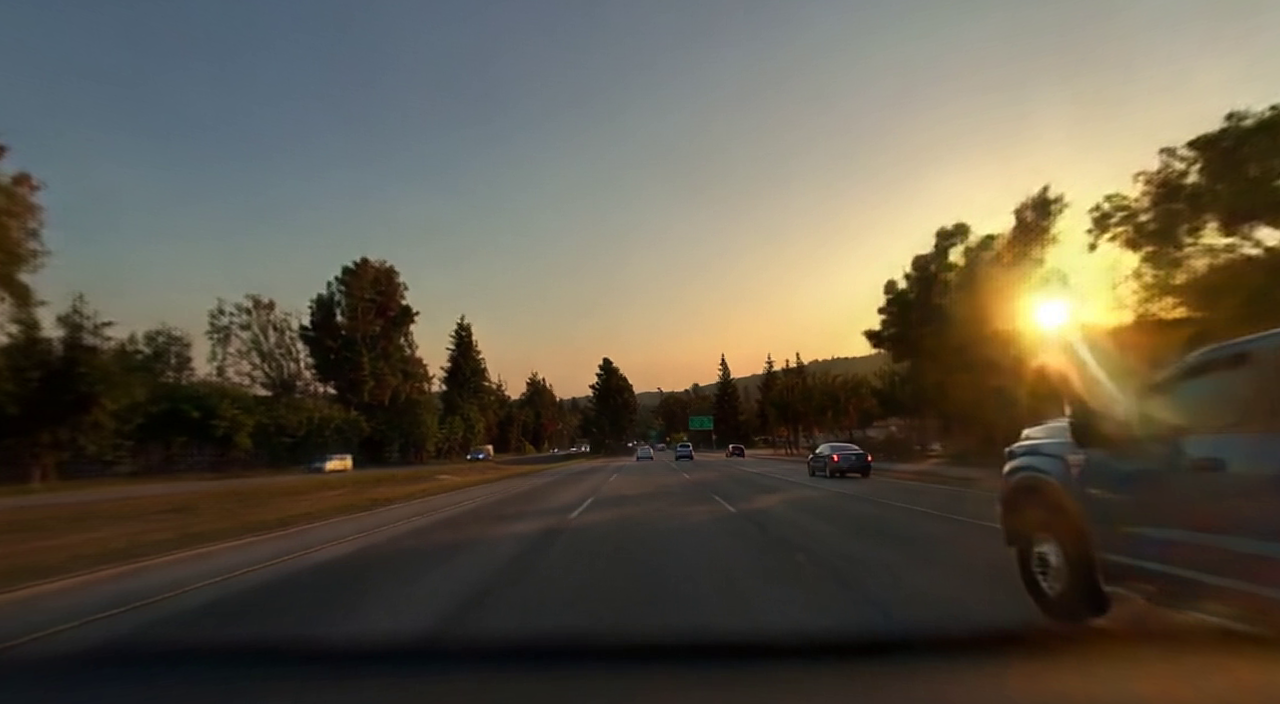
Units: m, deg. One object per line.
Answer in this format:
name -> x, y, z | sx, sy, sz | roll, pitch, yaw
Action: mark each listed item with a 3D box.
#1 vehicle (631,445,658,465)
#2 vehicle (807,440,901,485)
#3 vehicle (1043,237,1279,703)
vehicle -> 0.353, 8.142, 49.806 | 2.030, 1.473, 3.926 | 0, -9, 0
vehicle -> 7.911, 4.107, 23.788 | 1.989, 1.526, 4.443 | 0, -9, 0
vehicle -> 3.819, 0.365, 1.216 | 2.354, 2.079, 5.586 | 0, -9, 0
